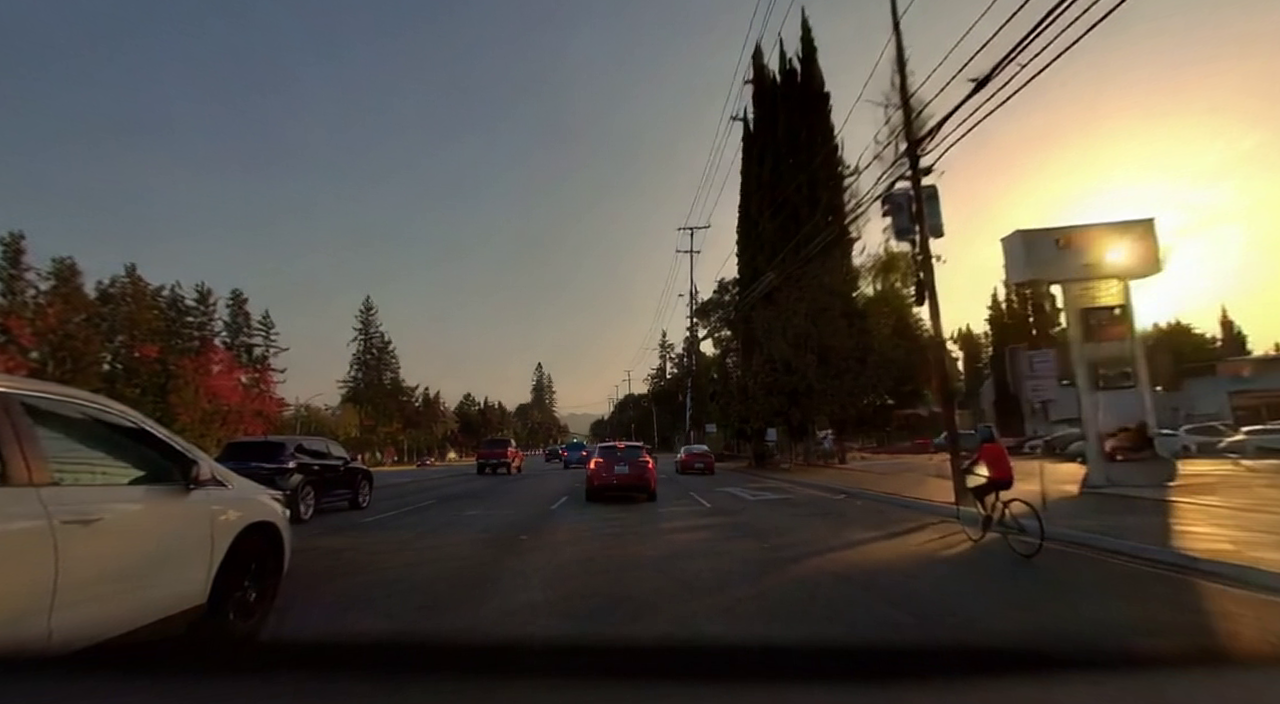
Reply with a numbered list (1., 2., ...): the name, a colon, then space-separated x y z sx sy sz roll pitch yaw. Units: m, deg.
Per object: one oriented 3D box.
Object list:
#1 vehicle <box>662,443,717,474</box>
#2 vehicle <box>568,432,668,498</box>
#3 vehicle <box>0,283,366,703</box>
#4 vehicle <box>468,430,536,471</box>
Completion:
1. vehicle: 2.219 4.943 29.521 2.065 1.302 4.416 0 -8 -2
2. vehicle: -0.497 2.797 16.004 2.189 1.437 4.135 0 -8 0
3. vehicle: -3.097 0.673 2.586 1.922 1.642 4.547 0 -8 -1
4. vehicle: -7.042 5.115 32.874 2.385 1.918 5.056 0 -8 0
